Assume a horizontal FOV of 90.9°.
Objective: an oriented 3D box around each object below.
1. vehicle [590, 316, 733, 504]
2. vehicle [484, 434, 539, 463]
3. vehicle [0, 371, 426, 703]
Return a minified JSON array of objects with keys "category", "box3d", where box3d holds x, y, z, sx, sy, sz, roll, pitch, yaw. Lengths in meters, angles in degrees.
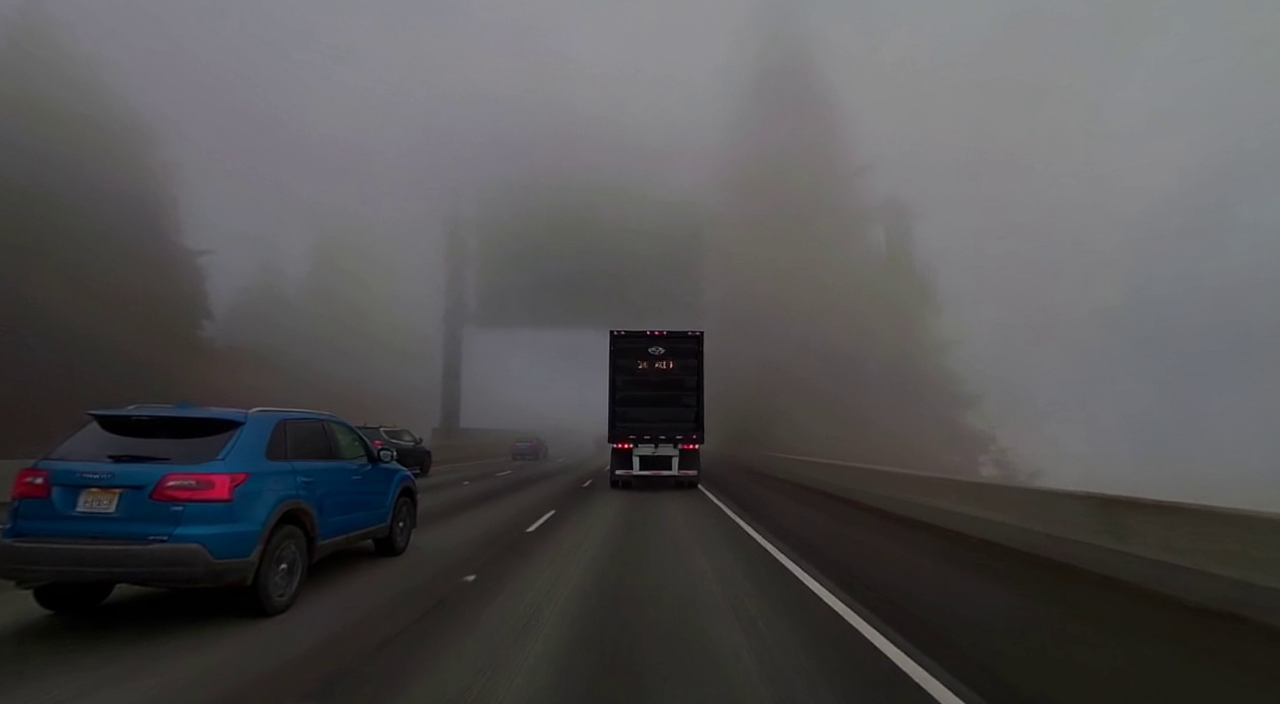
[{"category":"vehicle","box3d":[0.480,1.927,18.156,2.870,3.841,10.653,0,-8,1]},{"category":"vehicle","box3d":[-6.781,5.169,33.772,1.882,1.451,4.416,0,-8,1]},{"category":"vehicle","box3d":[-3.636,1.244,5.341,2.077,1.671,4.249,0,-8,1]}]
